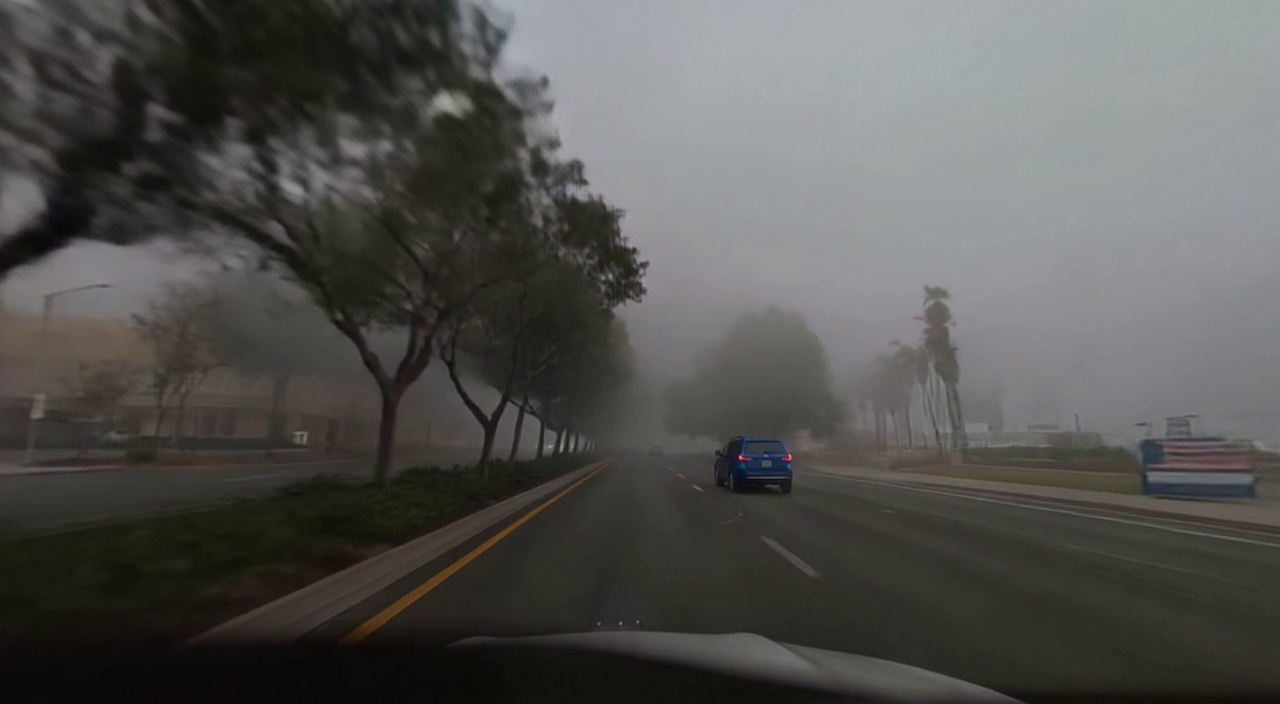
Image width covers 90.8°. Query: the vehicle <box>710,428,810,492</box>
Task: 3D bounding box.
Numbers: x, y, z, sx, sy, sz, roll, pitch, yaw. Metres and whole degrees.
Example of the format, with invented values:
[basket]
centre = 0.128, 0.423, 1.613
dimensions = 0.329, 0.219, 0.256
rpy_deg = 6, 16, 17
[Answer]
[vehicle]
centre = 3.450, 3.200, 19.107
dimensions = 2.072, 1.696, 4.177
rpy_deg = 0, -8, -2
